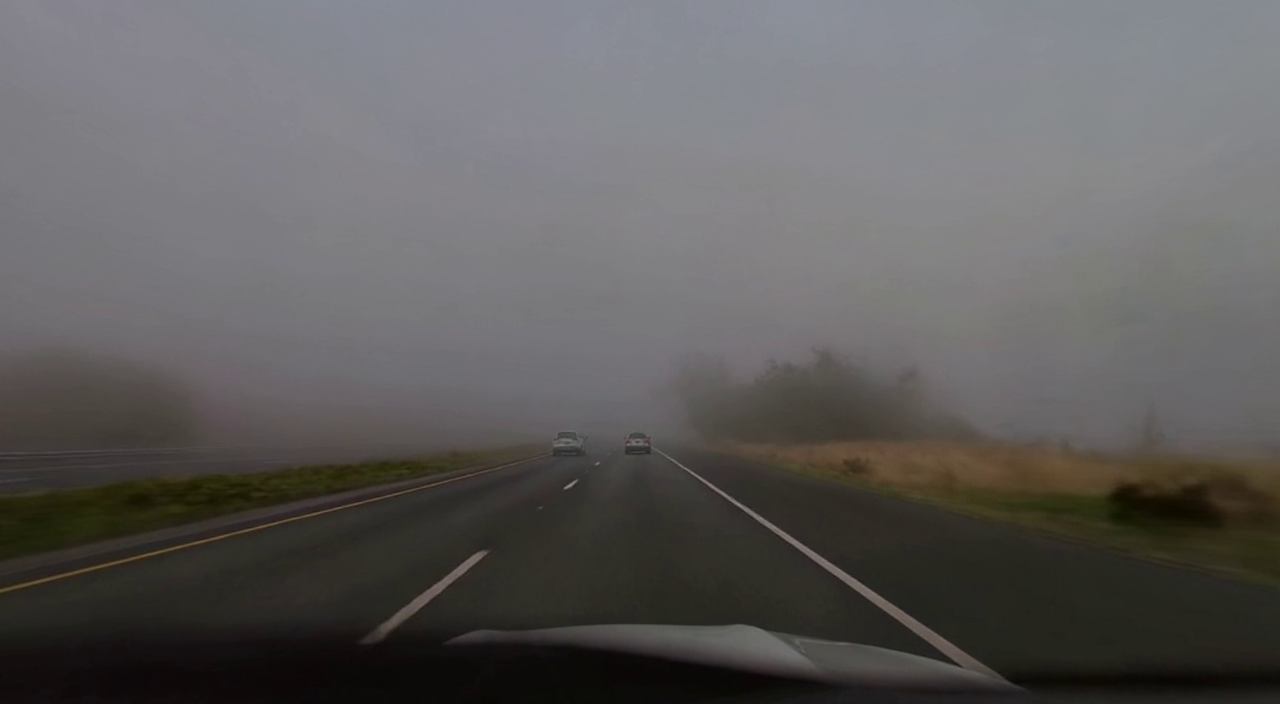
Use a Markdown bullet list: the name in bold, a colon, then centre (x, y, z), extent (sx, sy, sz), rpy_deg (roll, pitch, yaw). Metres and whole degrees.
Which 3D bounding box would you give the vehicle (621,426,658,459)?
- **vehicle**: centre (-0.104, 5.775, 40.233), extent (2.223, 1.957, 4.416), rpy_deg (0, -8, -2)

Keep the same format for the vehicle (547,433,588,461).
- **vehicle**: centre (-4.279, 5.719, 37.958), extent (2.062, 1.567, 4.117), rpy_deg (0, -8, -1)
